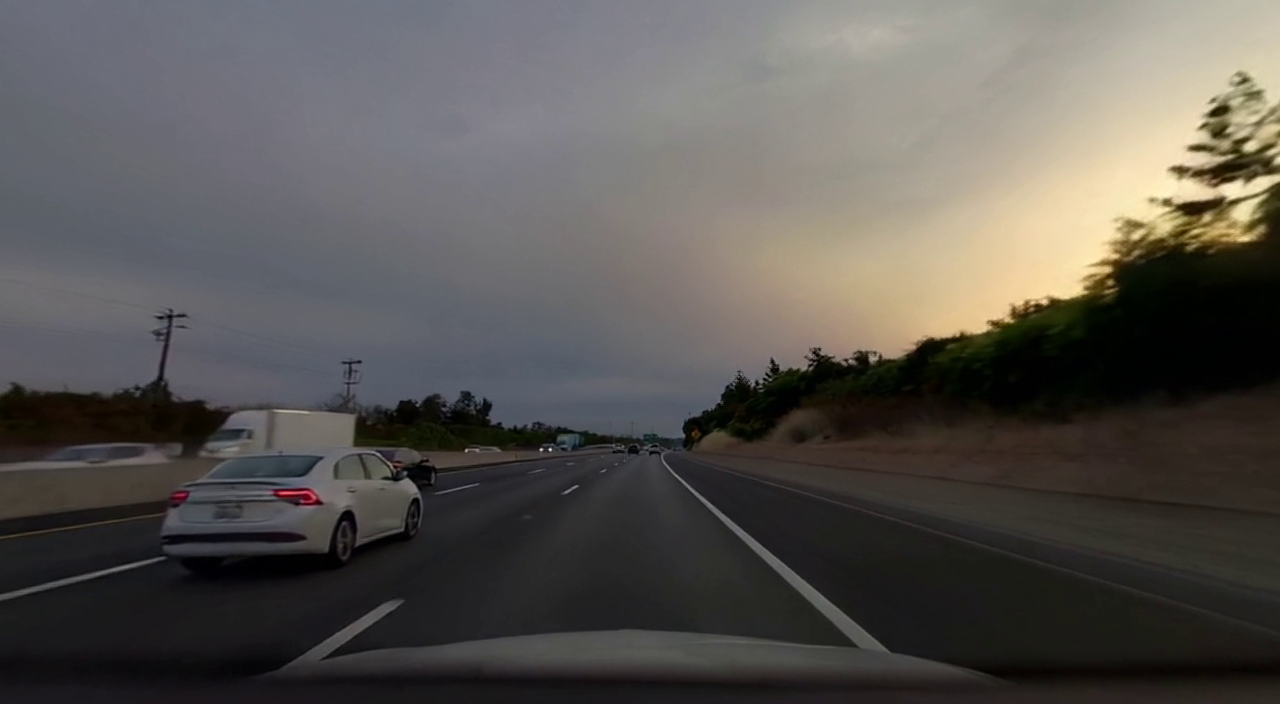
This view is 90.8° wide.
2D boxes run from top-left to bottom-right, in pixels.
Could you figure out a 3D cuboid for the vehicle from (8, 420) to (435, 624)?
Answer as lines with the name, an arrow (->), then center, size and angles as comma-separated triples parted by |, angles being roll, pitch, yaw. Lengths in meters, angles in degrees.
vehicle -> -3.699, 1.535, 6.478 | 1.991, 1.507, 3.391 | 0, -9, 1
